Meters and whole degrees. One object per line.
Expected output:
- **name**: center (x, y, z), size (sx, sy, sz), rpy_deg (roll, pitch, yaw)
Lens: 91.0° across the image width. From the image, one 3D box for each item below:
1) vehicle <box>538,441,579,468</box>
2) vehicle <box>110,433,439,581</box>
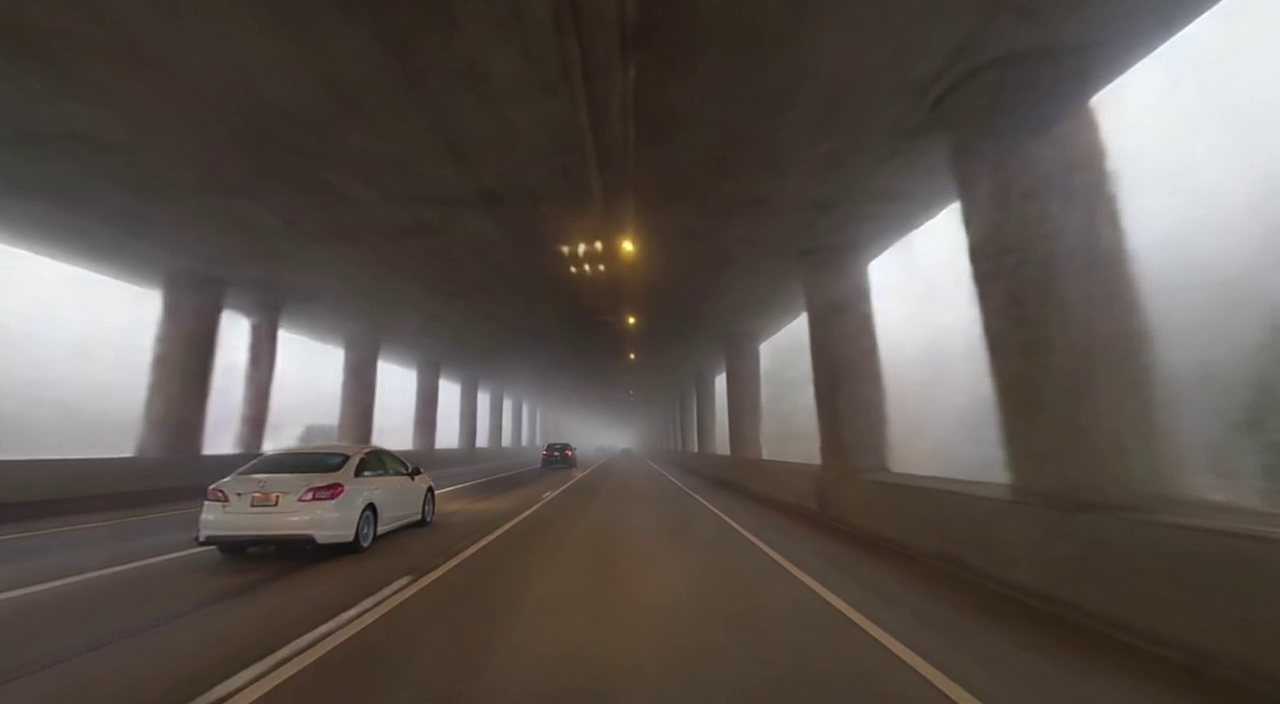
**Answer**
- **vehicle**: center (-4.738, 6.011, 37.200), size (1.973, 1.474, 4.199), rpy_deg (0, -8, -1)
- **vehicle**: center (-4.278, 1.831, 8.358), size (1.885, 1.424, 4.230), rpy_deg (0, -8, -1)
